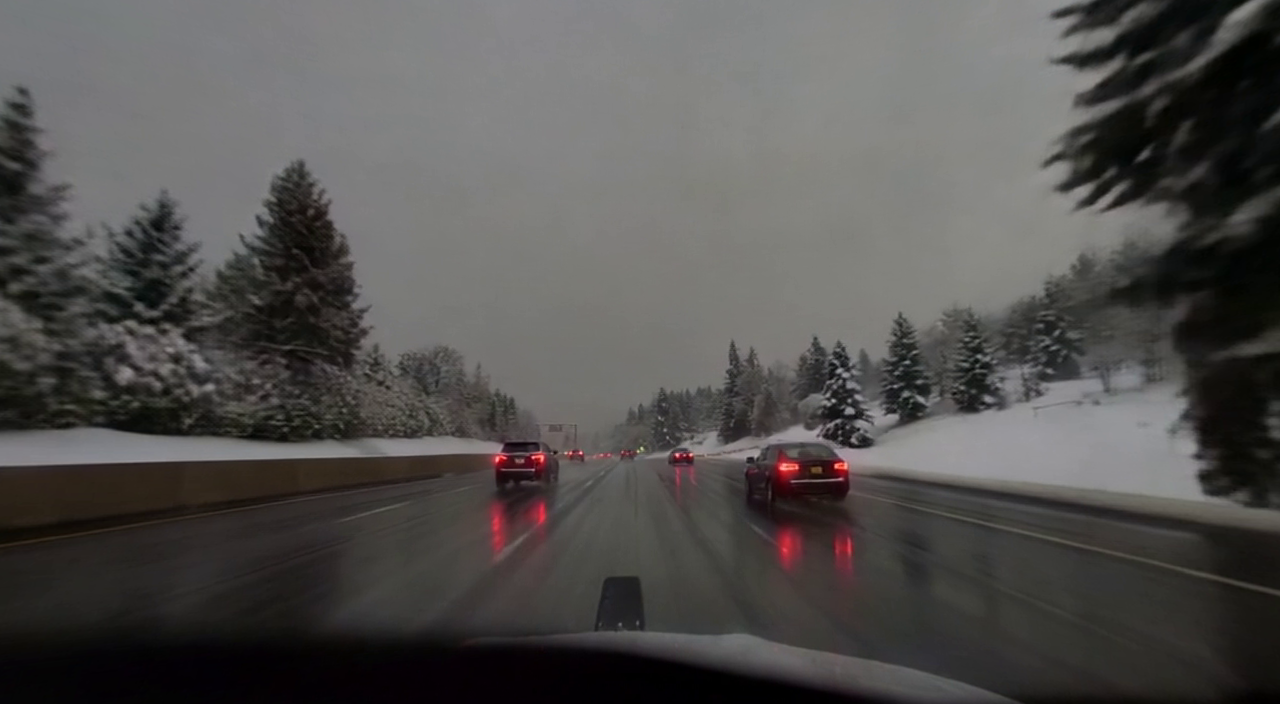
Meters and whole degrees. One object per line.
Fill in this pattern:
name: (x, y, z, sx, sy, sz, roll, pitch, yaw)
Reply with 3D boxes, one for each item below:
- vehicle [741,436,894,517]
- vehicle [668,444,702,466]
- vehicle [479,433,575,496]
vehicle: (3.598, 2.603, 13.737, 1.947, 1.437, 4.345, 0, -9, -2)
vehicle: (3.217, 7.393, 45.541, 2.021, 1.447, 3.985, 0, -9, -2)
vehicle: (-3.416, 3.514, 20.100, 2.244, 1.755, 4.417, 0, -9, 0)
